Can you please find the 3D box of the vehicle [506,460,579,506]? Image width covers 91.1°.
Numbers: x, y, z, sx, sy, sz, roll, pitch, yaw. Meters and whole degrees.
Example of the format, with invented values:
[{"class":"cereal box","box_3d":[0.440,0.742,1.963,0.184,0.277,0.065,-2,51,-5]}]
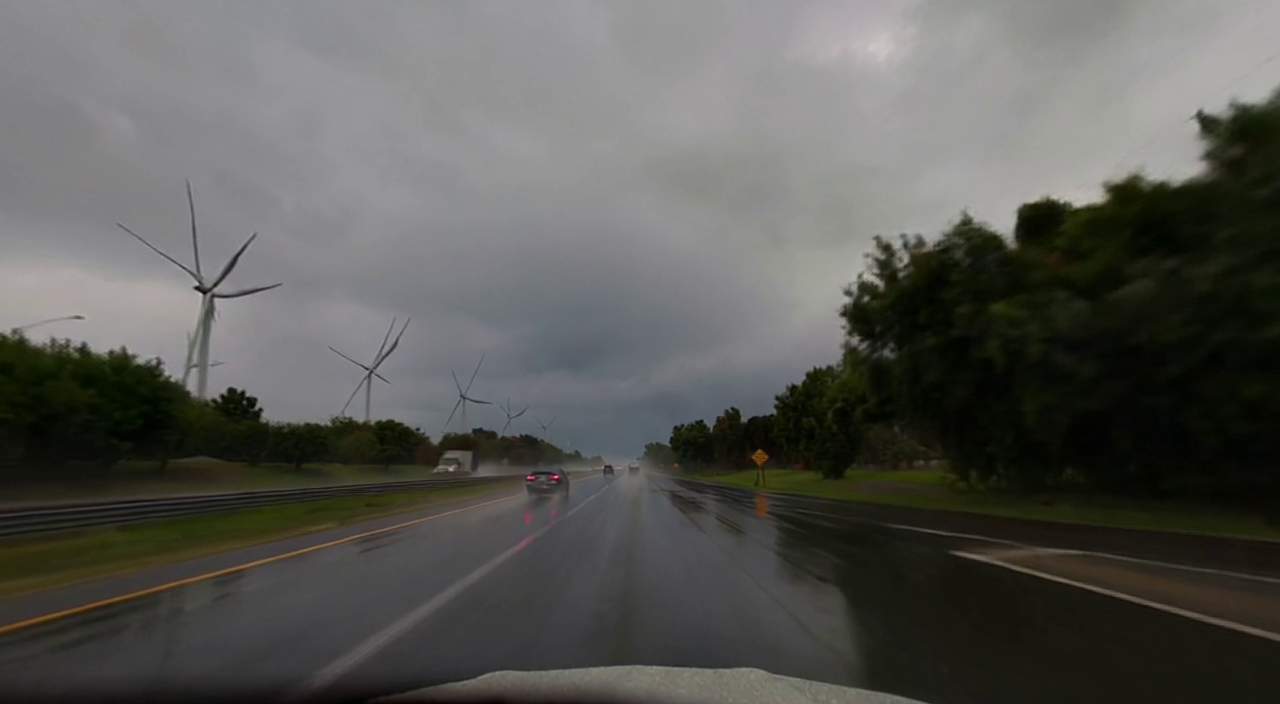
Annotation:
[{"class":"vehicle","box_3d":[-3.495,4.795,23.272,2.001,1.486,4.104,1,-10,0]}]
